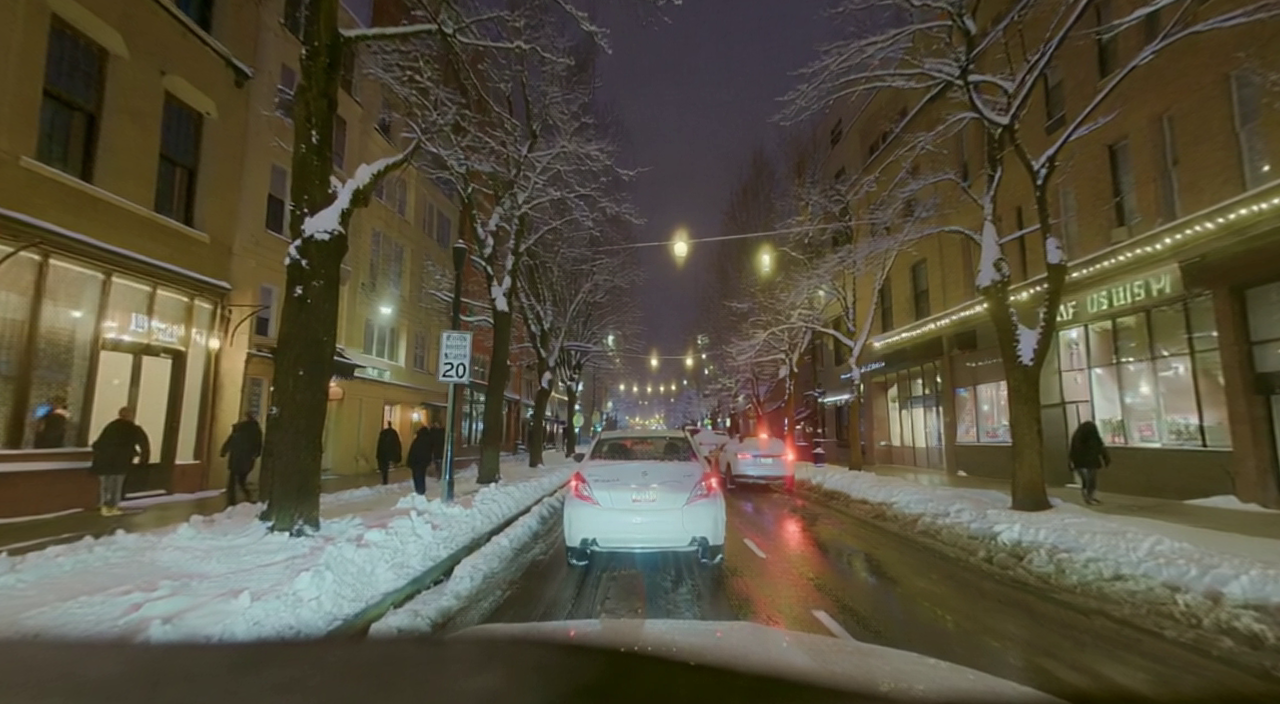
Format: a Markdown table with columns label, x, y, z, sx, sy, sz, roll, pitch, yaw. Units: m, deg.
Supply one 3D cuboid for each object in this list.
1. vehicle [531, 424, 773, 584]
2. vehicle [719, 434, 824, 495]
| label | x | y | z | sx | sy | sz | roll | pitch | yaw |
| --- | --- | --- | --- | --- | --- | --- | --- | --- | --- |
| vehicle | 0.086 | 1.732 | 8.045 | 2.261 | 1.474 | 4.130 | 0 | -8 | -1 |
| vehicle | 3.616 | 3.181 | 18.227 | 2.025 | 1.523 | 4.426 | 0 | -8 | -1 |
